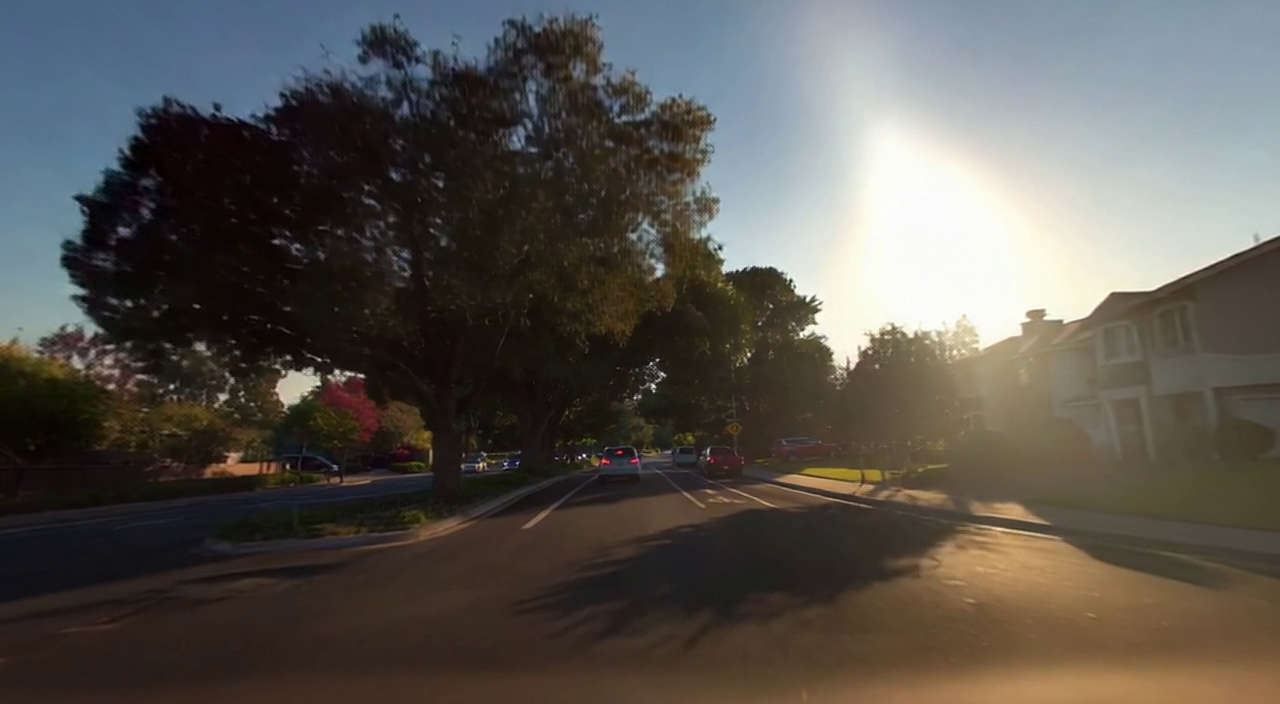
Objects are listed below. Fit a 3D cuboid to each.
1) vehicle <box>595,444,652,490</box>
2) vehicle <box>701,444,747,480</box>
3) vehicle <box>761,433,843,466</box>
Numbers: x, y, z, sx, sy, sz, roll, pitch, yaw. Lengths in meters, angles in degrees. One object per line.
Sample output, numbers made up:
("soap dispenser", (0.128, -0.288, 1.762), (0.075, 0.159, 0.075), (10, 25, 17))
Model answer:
("vehicle", (-0.603, 4.494, 25.053), (2.106, 1.655, 3.717), (0, -8, 0))
("vehicle", (4.381, 5.797, 33.597), (2.045, 1.776, 4.851), (0, -8, 3))
("vehicle", (10.945, 6.643, 43.054), (4.919, 1.886, 2.086), (-3, -9, 1))
